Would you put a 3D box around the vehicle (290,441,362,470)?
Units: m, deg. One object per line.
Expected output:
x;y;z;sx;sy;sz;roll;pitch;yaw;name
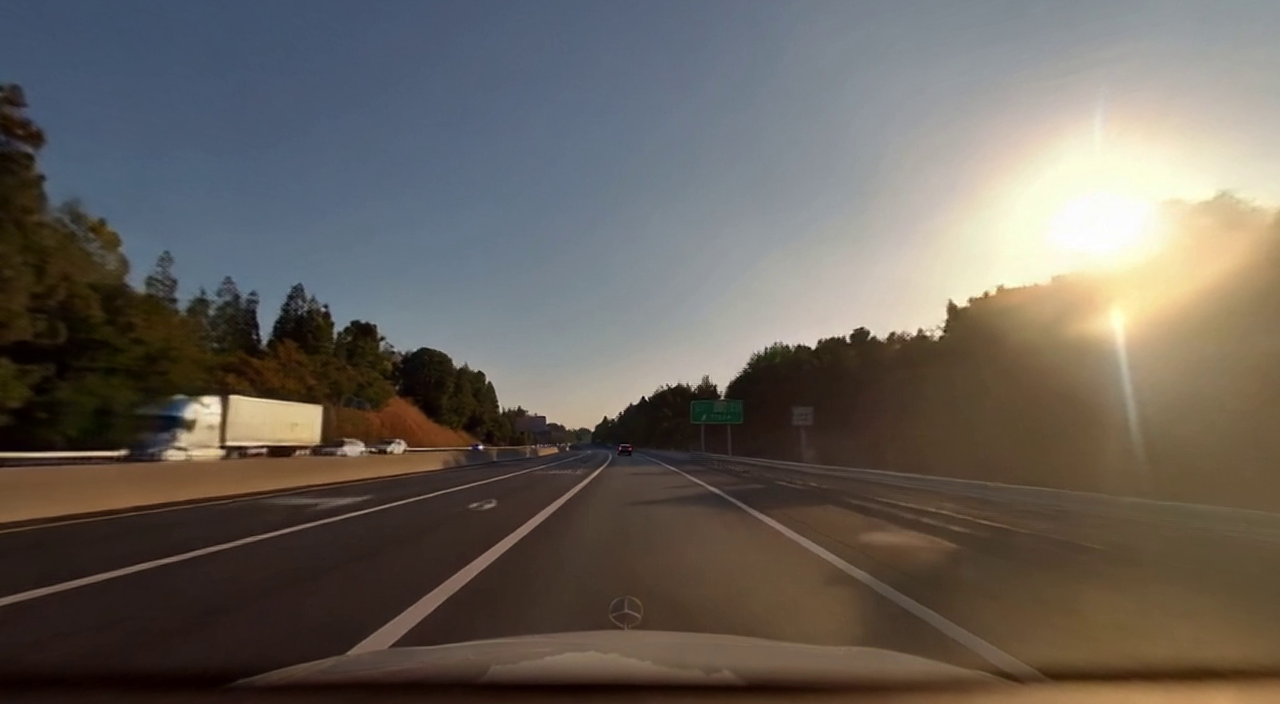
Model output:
-17.772;5.856;35.785;1.844;1.527;4.384;0;-9;-1;vehicle

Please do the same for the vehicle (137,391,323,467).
-25.437;5.170;40.557;2.832;4.001;14.137;0;-9;-1;vehicle
